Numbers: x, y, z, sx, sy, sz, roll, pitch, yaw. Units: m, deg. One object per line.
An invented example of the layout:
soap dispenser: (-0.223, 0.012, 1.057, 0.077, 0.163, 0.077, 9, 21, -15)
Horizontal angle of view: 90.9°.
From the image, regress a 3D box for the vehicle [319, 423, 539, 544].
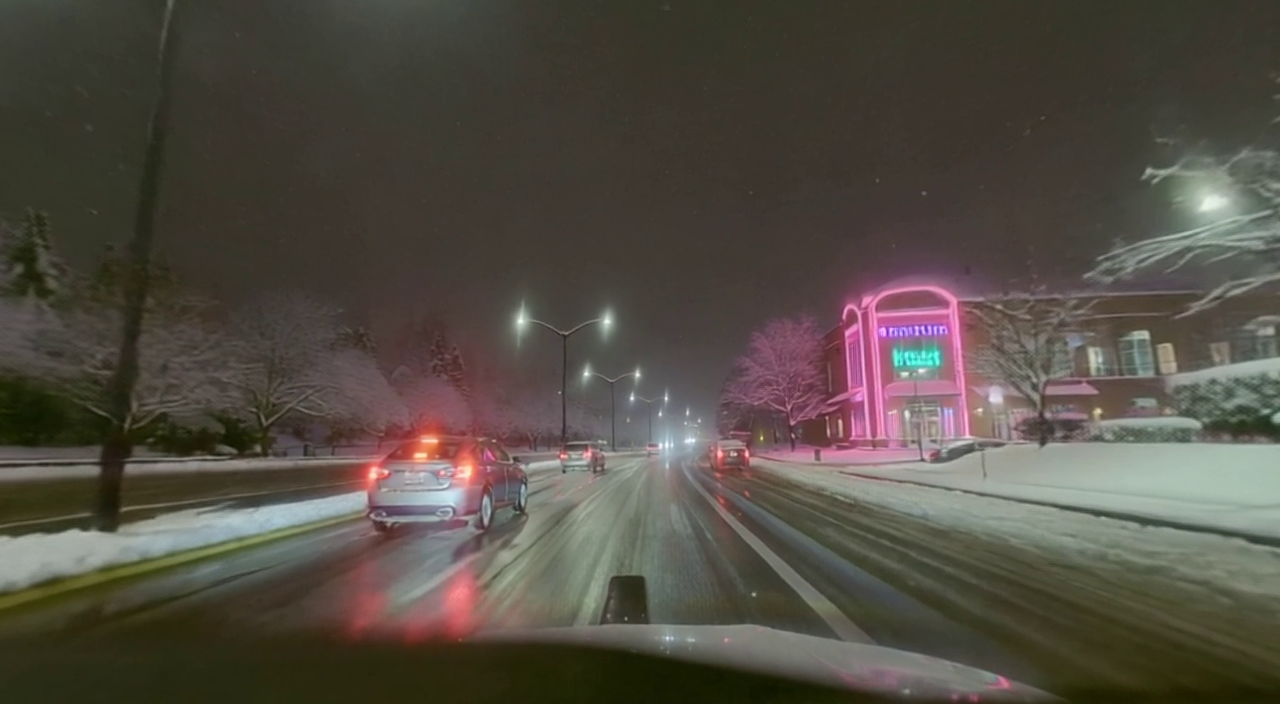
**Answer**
vehicle: (-3.144, 2.060, 10.579, 2.118, 1.568, 4.436, 0, -8, 0)

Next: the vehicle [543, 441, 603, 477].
vehicle: (-2.883, 4.706, 28.010, 1.980, 1.454, 4.226, -1, -8, 3)

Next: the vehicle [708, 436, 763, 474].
vehicle: (4.584, 5.016, 30.942, 2.103, 1.699, 4.171, 0, -8, 1)

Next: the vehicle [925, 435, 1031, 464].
vehicle: (18.528, 5.368, 34.695, 4.583, 1.491, 2.192, 0, -8, -1)

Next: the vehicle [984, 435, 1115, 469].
vehicle: (18.706, 4.585, 28.972, 4.502, 1.454, 2.129, 0, -8, 1)
